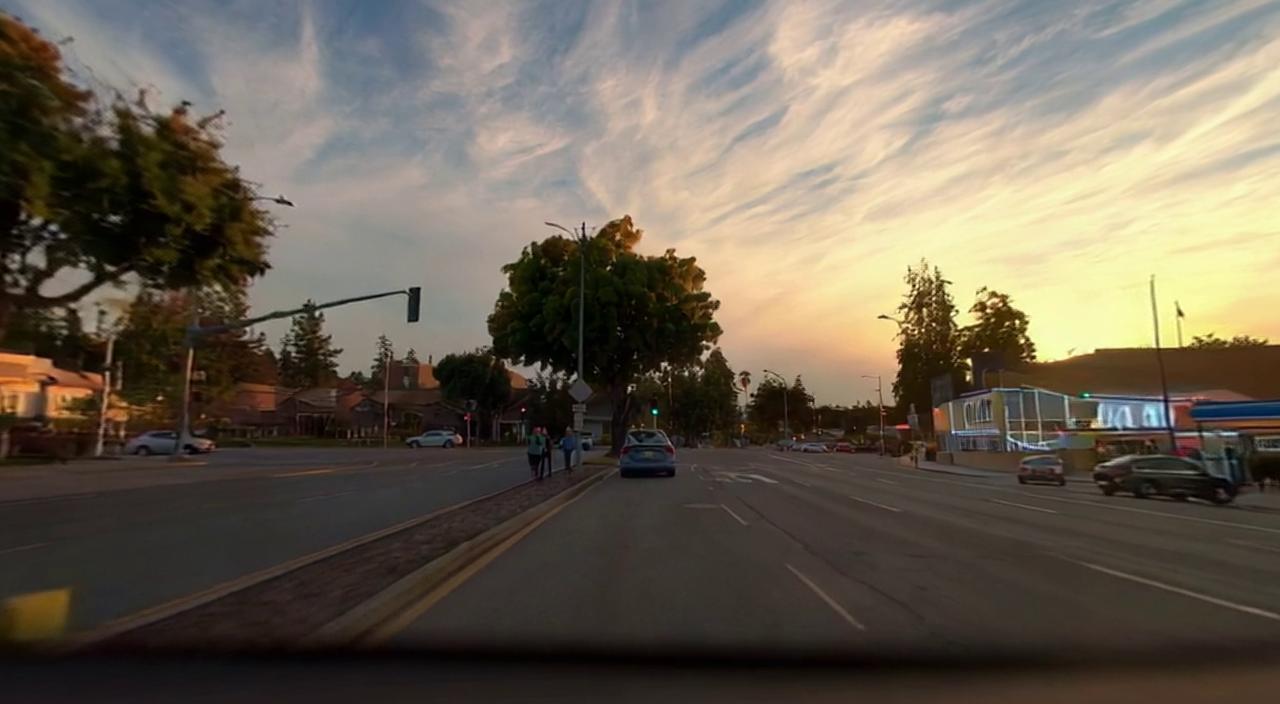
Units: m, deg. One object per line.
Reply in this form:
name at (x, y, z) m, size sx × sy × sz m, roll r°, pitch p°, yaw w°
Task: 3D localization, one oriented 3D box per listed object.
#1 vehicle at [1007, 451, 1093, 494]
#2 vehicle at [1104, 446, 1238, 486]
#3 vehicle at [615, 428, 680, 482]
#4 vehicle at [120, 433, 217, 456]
vehicle at (15.892, 4.615, 24.734) m, size 2.099 × 1.464 × 4.615 m, roll -4°, pitch -9°, yaw 25°
vehicle at (23.080, 4.934, 27.543) m, size 4.331 × 1.604 × 1.858 m, roll 1°, pitch -9°, yaw -7°
vehicle at (0.249, 3.547, 21.969) m, size 2.055 × 1.655 × 4.204 m, roll 0°, pitch -9°, yaw 1°
vehicle at (-31.258, 6.169, 42.039) m, size 4.749 × 1.463 × 1.871 m, roll 1°, pitch -9°, yaw -11°
